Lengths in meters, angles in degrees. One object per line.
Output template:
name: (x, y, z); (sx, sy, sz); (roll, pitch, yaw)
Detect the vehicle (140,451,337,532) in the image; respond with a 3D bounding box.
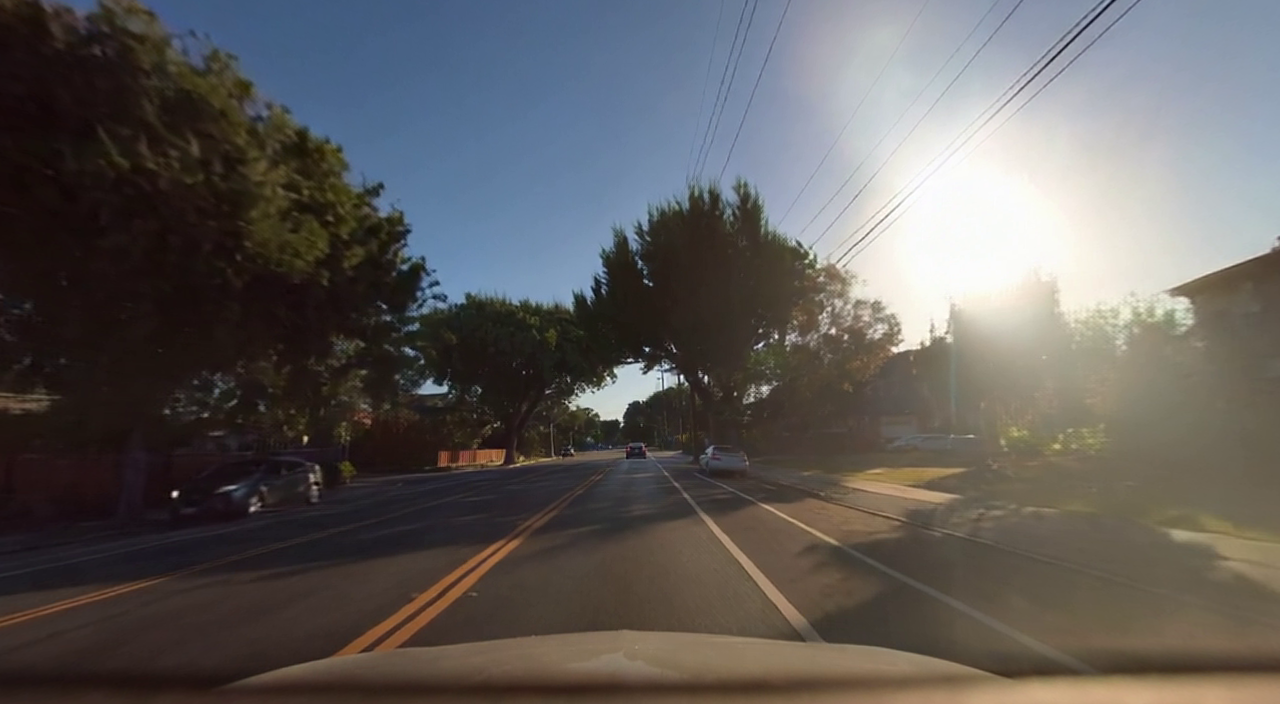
vehicle: (-11.207, 3.850, 18.318); (2.086, 1.711, 5.661); (-6, -9, -1)

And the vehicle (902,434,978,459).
vehicle: (21.388, 6.765, 45.141); (4.536, 1.654, 1.931); (1, -9, -7)

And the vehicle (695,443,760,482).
vehicle: (4.014, 5.151, 29.800); (2.124, 1.524, 4.698); (5, -9, -2)
